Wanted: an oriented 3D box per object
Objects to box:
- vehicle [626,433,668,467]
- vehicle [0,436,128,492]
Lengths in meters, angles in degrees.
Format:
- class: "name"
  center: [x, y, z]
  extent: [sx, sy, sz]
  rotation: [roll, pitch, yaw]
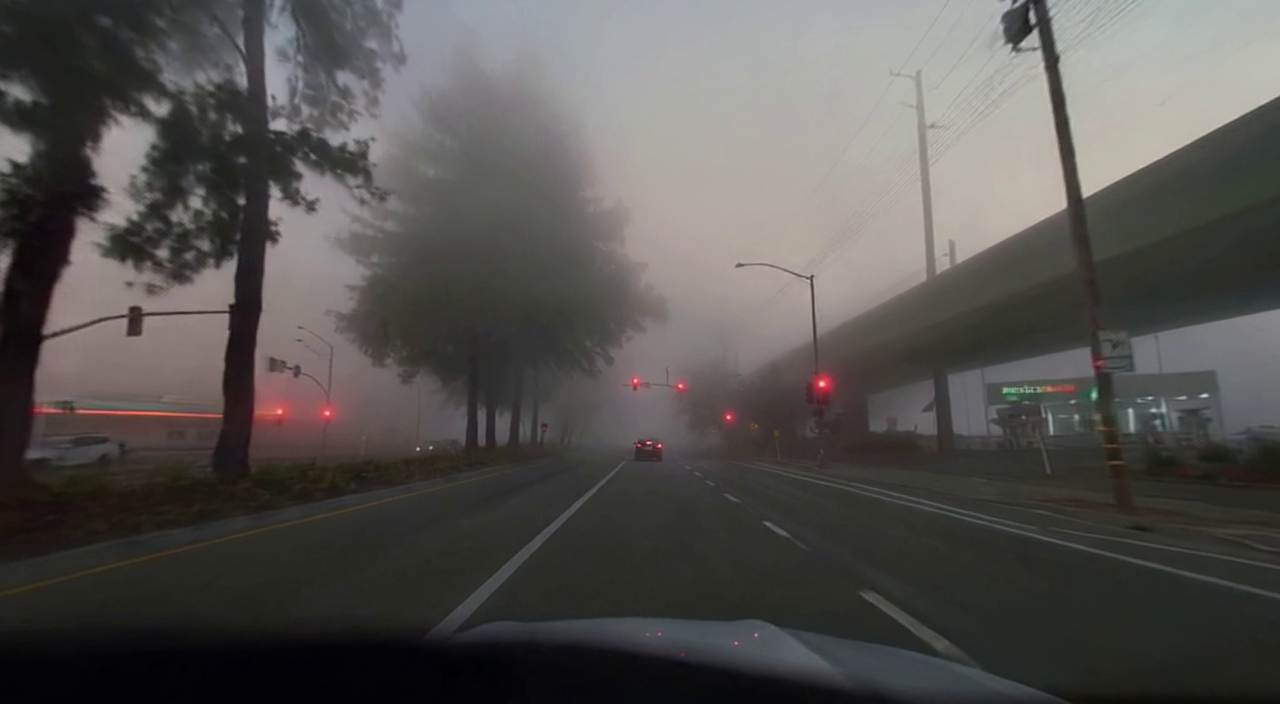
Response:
- class: "vehicle"
  center: [0.306, 5.040, 32.320]
  extent: [2.074, 1.631, 3.793]
  rotation: [0, -9, -1]
- class: "vehicle"
  center: [-23.137, 4.354, 24.727]
  extent: [2.026, 1.965, 4.674]
  rotation: [0, -9, -1]
